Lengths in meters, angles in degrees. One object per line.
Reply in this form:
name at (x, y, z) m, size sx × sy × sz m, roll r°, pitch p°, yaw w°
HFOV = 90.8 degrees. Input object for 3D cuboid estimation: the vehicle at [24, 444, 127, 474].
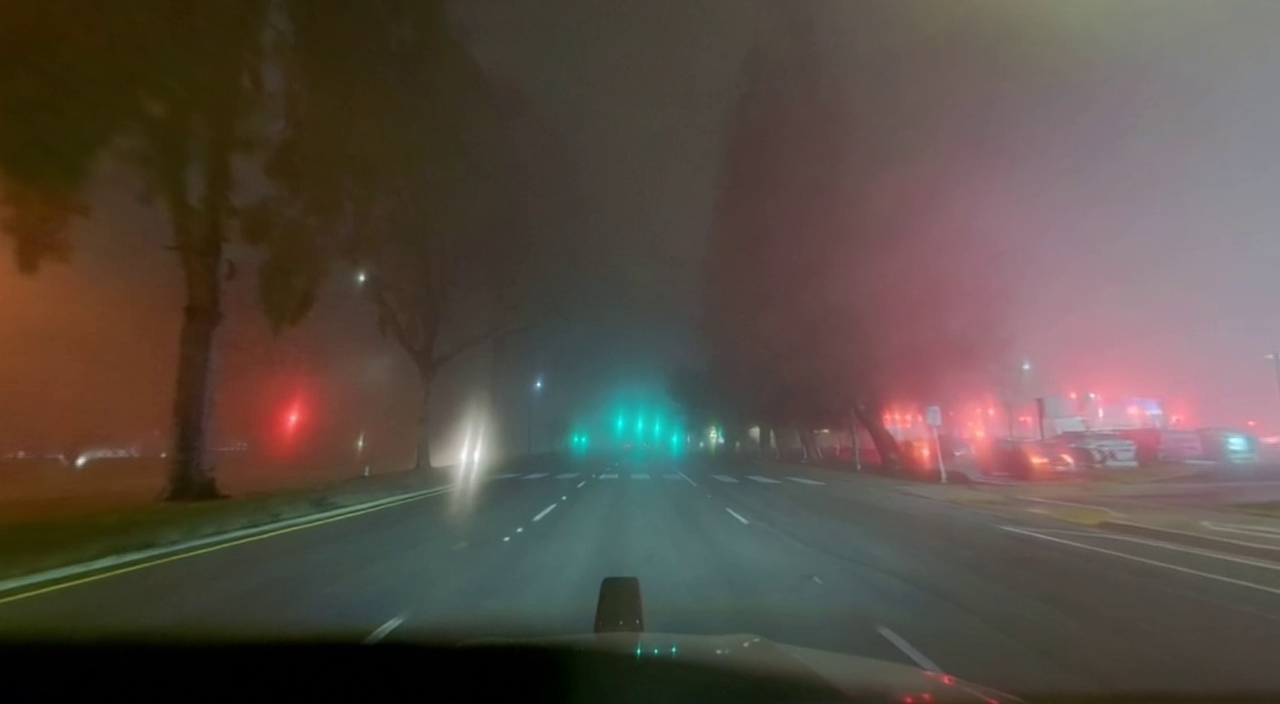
vehicle at (-31.851, 6.039, 35.731) m, size 3.894 × 1.590 × 1.908 m, roll 0°, pitch -8°, yaw -1°

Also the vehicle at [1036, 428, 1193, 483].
vehicle at (17.342, 3.817, 23.487) m, size 2.038 × 1.812 × 4.851 m, roll 0°, pitch -8°, yaw 0°

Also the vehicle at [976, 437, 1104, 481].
vehicle at (14.887, 3.985, 23.882) m, size 1.920 × 1.471 × 4.516 m, roll 0°, pitch -8°, yaw 1°
